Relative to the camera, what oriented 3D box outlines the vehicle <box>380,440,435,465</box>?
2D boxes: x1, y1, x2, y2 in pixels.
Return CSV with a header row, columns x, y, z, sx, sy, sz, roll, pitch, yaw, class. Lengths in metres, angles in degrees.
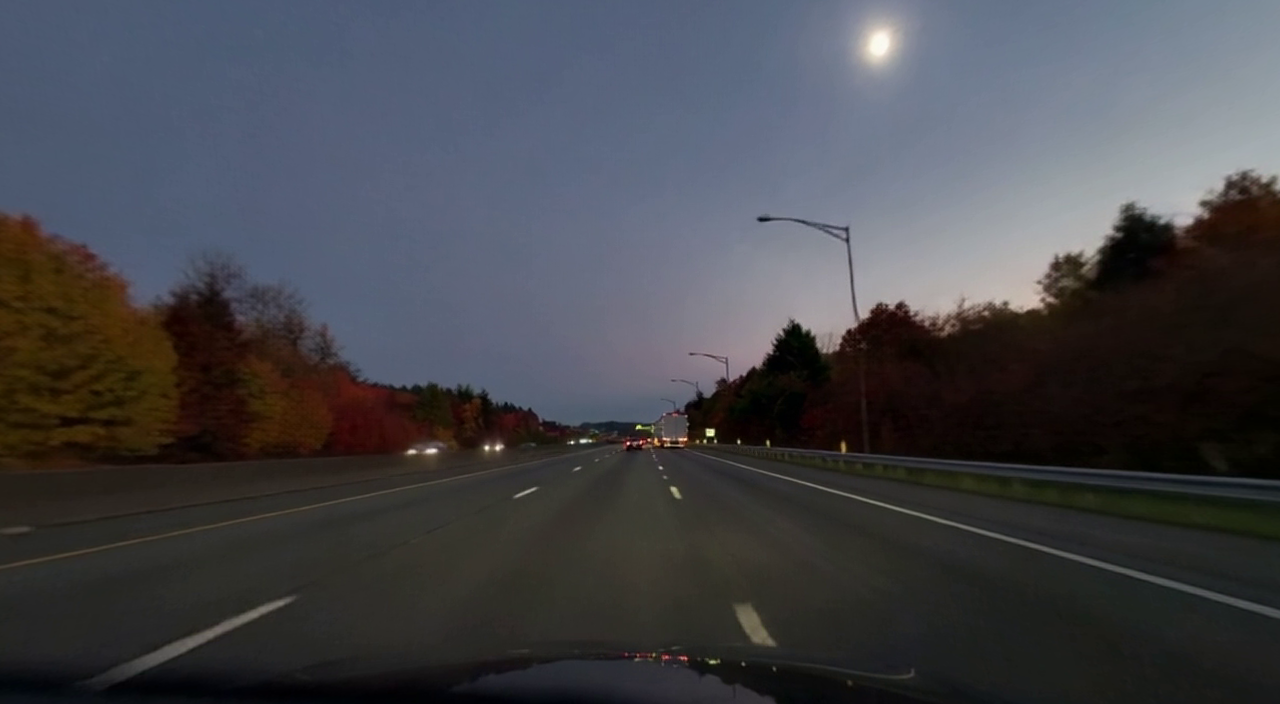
x,y,z,sx,sy,sz,roll,pitch,yaw,class
-17.391,7.490,47.221,2.027,1.755,4.979,-1,-8,2,vehicle
